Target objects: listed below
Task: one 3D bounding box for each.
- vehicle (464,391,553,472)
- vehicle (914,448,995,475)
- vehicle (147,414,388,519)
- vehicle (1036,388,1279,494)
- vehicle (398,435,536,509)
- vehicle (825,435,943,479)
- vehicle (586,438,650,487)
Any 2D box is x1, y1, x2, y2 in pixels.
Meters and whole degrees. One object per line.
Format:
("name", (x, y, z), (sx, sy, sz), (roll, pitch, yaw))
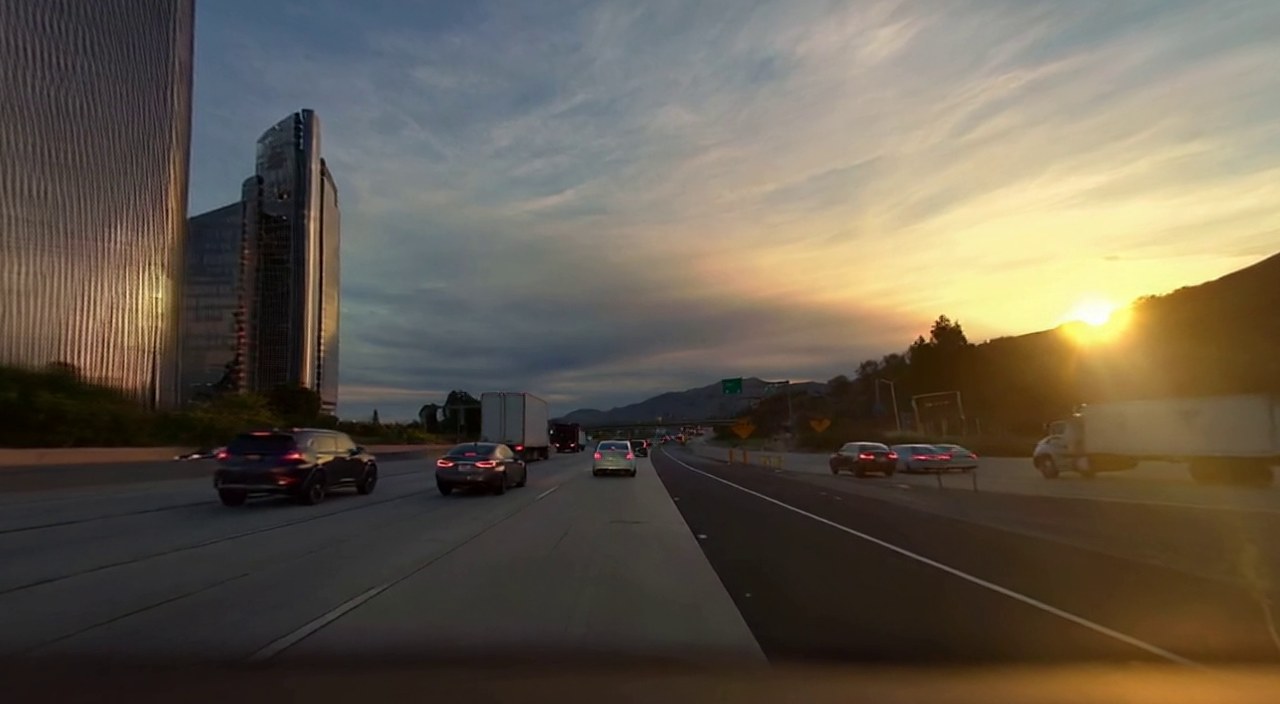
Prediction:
("vehicle", (-6.084, 3.963, 30.594), (2.955, 3.359, 8.322), (1, -9, -3))
("vehicle", (18.370, 6.388, 37.022), (1.902, 1.494, 4.239), (3, -9, -14))
("vehicle", (-7.522, 2.379, 13.522), (2.190, 1.821, 4.800), (0, -9, 1))
("vehicle", (22.508, 3.714, 26.145), (3.015, 3.855, 9.519), (8, -11, -41))
("vehicle", (-3.942, 2.813, 15.231), (2.016, 1.497, 4.235), (0, -9, 2))
("vehicle", (12.046, 5.222, 31.642), (2.415, 1.972, 5.572), (3, -9, -18))
("vehicle", (-0.684, 3.764, 21.748), (1.991, 1.488, 3.922), (0, -9, 0))
